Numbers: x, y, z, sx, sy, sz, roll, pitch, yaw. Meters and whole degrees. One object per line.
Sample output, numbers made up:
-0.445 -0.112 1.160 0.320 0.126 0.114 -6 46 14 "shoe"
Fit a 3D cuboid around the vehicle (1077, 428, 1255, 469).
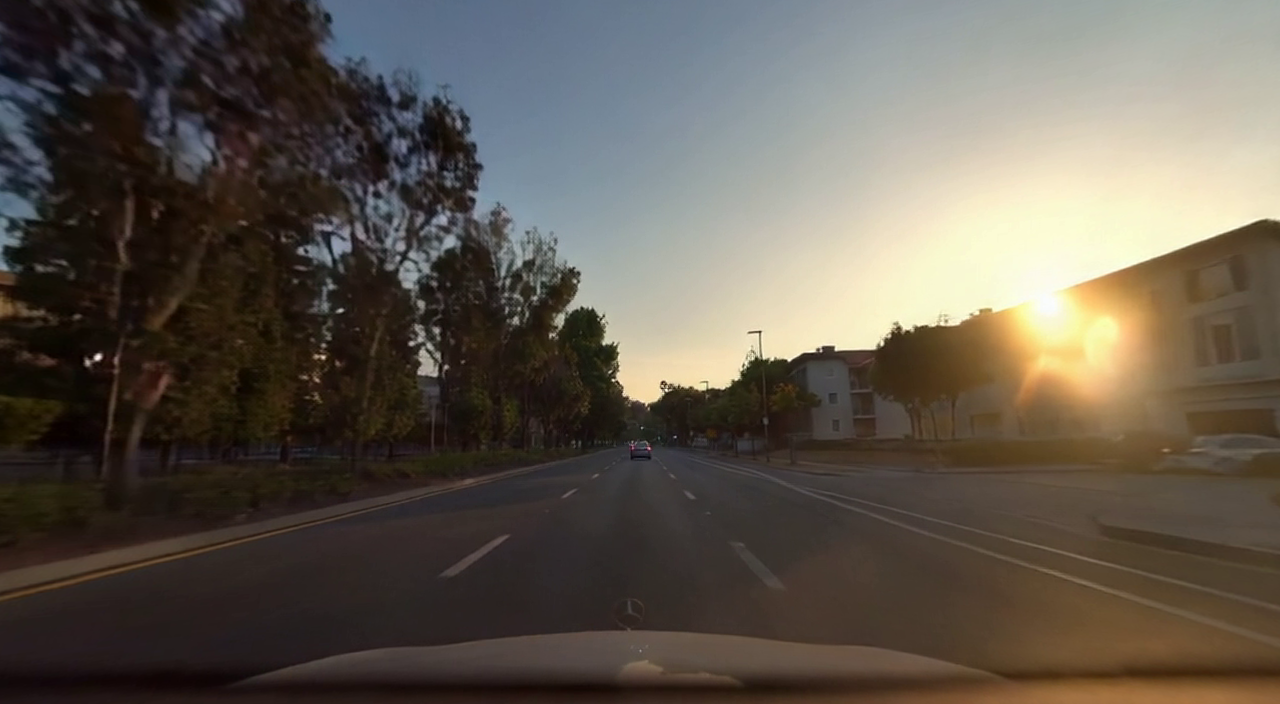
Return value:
20.324 3.760 24.569 4.900 1.530 2.211 0 -9 1 "vehicle"
